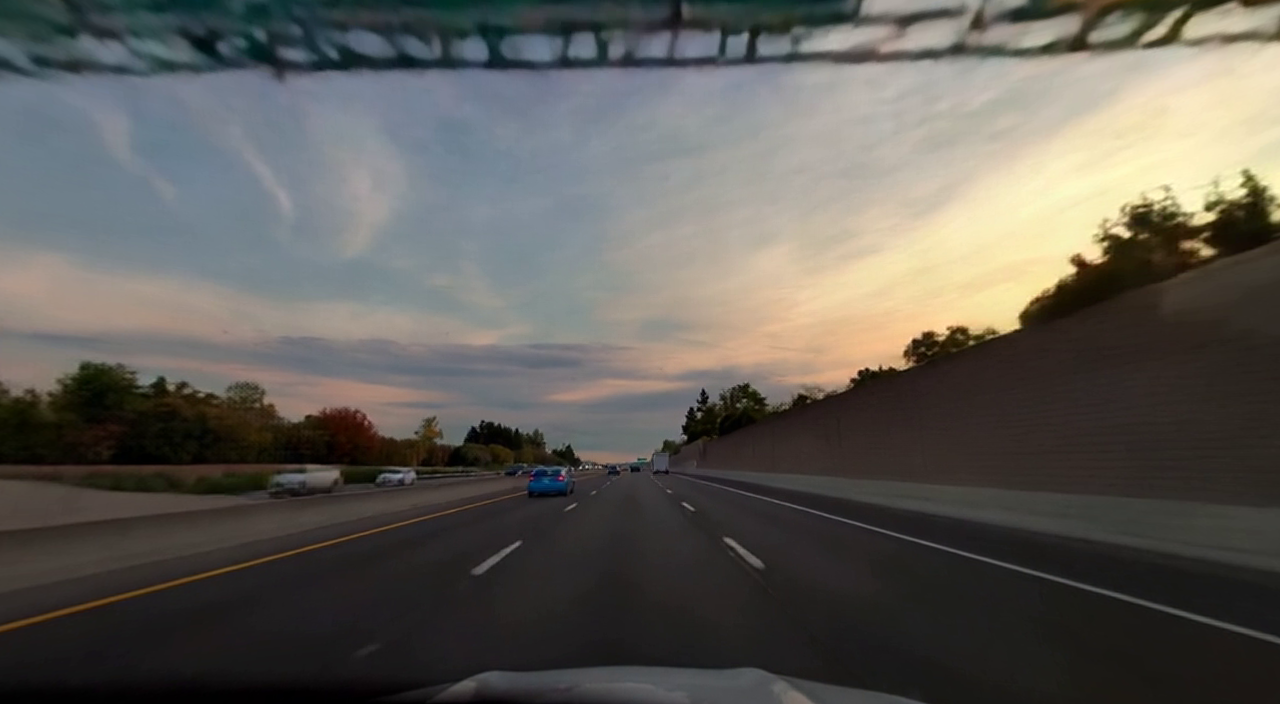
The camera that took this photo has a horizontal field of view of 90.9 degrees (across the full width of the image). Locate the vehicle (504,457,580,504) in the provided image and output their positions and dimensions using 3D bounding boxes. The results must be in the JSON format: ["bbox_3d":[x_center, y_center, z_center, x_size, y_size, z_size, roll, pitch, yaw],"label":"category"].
[{"bbox_3d":[-3.498,4.710,23.355,2.045,1.487,4.582,1,-10,0],"label":"vehicle"}]

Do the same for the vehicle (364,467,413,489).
[{"bbox_3d":[-17.940,9.006,45.123,1.751,1.433,4.152,1,-10,1],"label":"vehicle"}]
